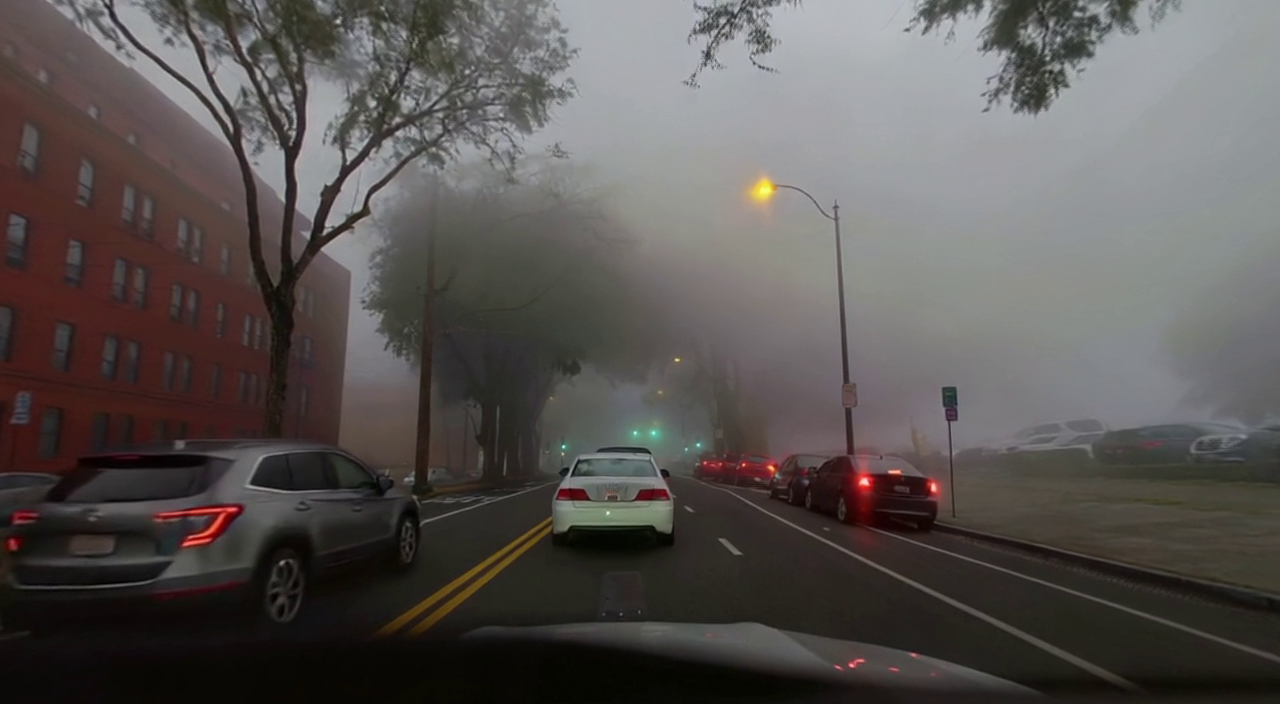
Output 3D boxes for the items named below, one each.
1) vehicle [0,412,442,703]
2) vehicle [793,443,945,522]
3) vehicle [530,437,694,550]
[{"bbox_3d":[-3.508,1.439,5.593,1.934,1.548,4.635,0,-9,1],"label":"vehicle"},{"bbox_3d":[4.912,2.823,14.217,1.832,1.491,4.054,1,-9,-1],"label":"vehicle"},{"bbox_3d":[-0.383,2.241,10.679,2.230,1.518,4.113,0,-9,0],"label":"vehicle"}]
